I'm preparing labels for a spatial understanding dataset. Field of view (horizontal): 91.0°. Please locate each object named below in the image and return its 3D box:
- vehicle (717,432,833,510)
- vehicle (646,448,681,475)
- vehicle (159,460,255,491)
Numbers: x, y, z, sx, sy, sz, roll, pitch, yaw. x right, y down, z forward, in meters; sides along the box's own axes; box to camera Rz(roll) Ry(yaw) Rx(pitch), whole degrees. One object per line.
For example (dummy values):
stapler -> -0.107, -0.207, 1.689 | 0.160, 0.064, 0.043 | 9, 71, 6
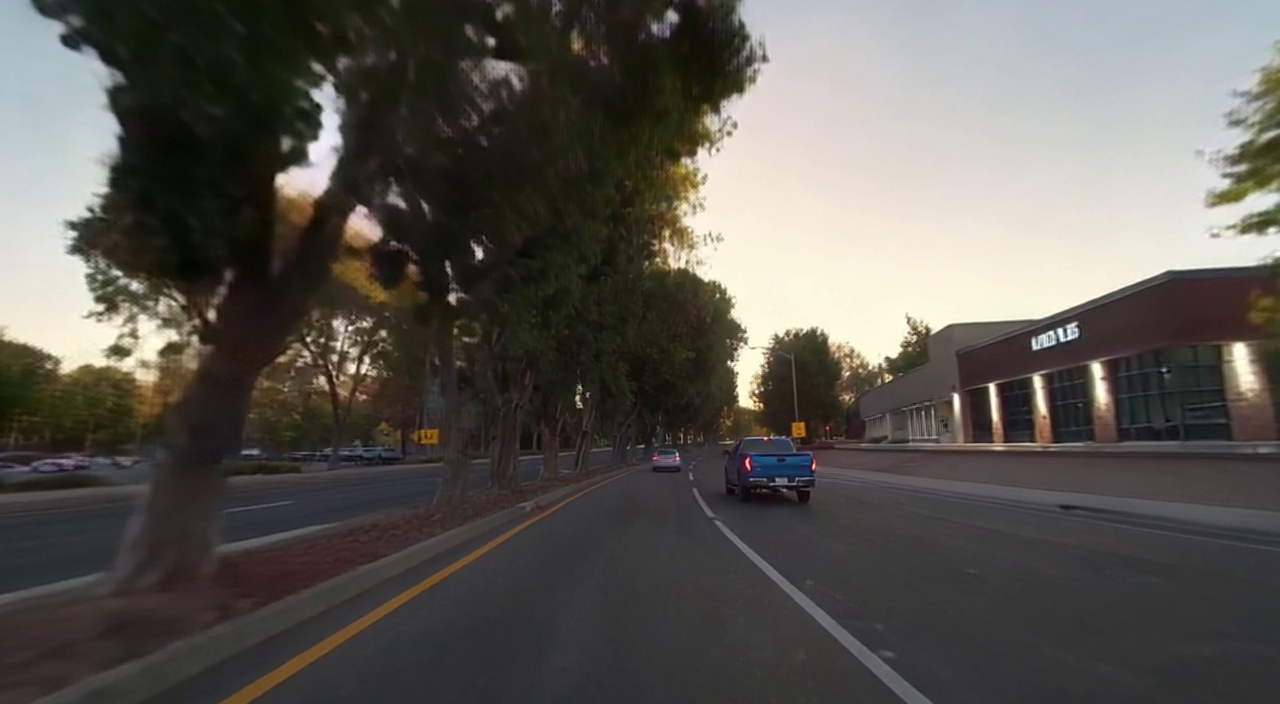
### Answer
vehicle -> 3.738, 3.408, 18.716 | 2.367, 1.919, 5.651 | 0, -8, 2
vehicle -> 1.491, 6.567, 38.116 | 1.968, 1.521, 4.262 | 0, -8, 4
vehicle -> -24.008, 6.835, 35.150 | 1.890, 1.519, 4.431 | 0, -9, 6
